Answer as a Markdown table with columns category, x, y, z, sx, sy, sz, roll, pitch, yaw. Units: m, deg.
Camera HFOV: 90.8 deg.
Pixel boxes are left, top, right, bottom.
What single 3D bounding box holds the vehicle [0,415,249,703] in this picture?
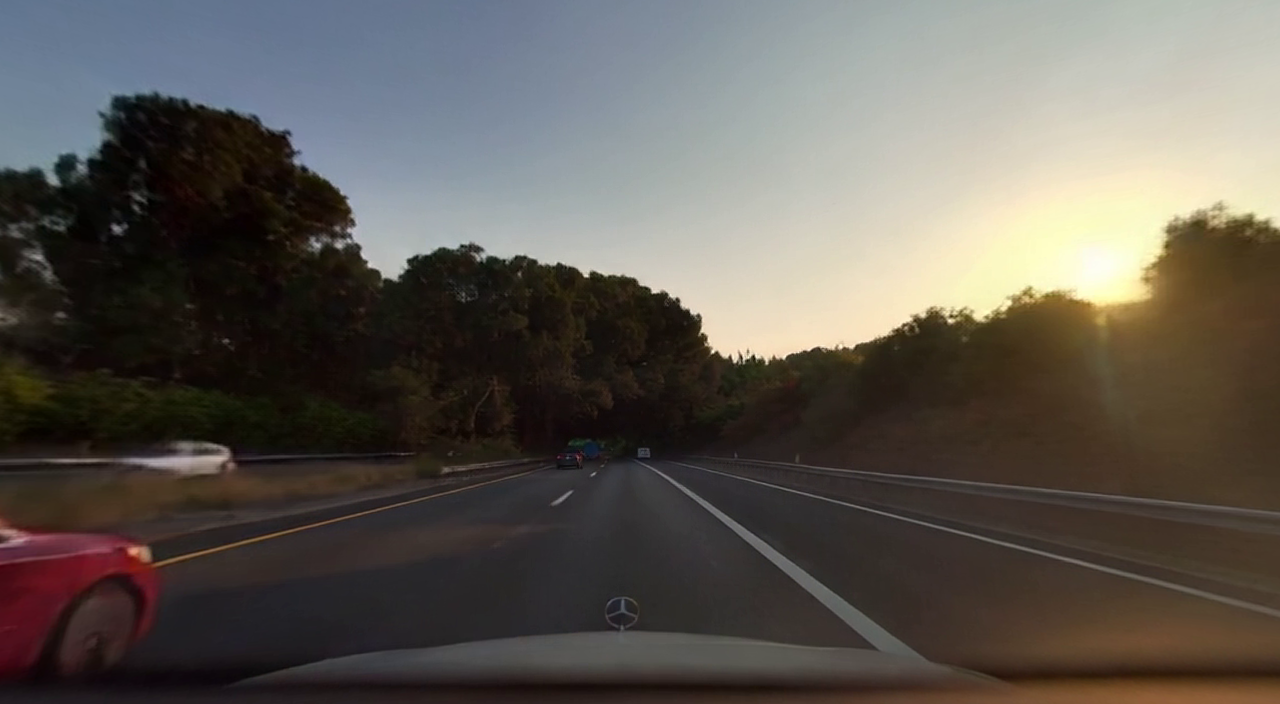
| category | x | y | z | sx | sy | sz | roll | pitch | yaw |
| --- | --- | --- | --- | --- | --- | --- | --- | --- | --- |
| vehicle | -3.731 | 0.907 | 1.874 | 1.957 | 1.499 | 4.965 | 0 | -9 | 0 |

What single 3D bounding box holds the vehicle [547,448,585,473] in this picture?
| category | x | y | z | sx | sy | sz | roll | pitch | yaw |
| --- | --- | --- | --- | --- | --- | --- | --- | --- | --- |
| vehicle | -4.809 | 7.059 | 41.377 | 2.049 | 1.521 | 4.366 | 0 | -9 | -1 |
